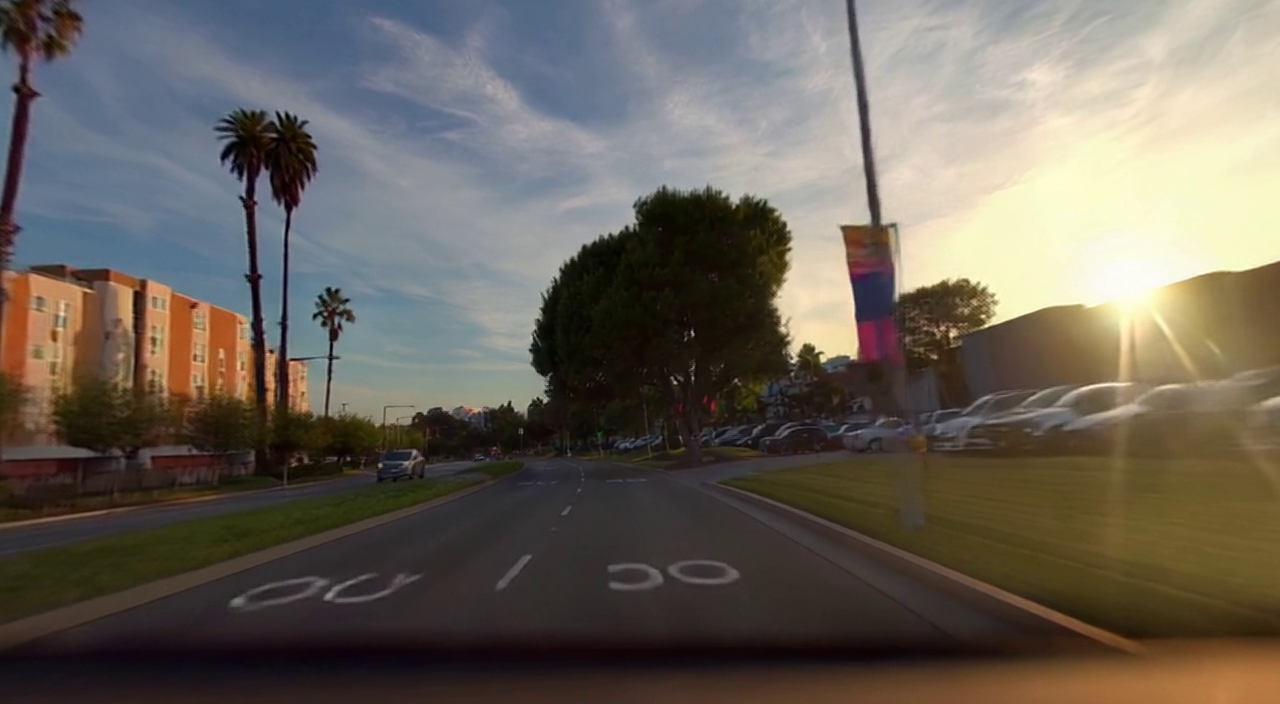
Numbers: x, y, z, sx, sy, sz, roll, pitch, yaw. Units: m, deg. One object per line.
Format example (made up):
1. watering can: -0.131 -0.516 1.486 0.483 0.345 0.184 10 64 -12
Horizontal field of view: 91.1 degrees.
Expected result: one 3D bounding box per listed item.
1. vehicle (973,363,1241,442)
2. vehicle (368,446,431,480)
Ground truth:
1. vehicle: 10.758 1.238 14.762 4.636 1.695 2.025 0 -8 -1
2. vehicle: -14.974 6.895 39.412 2.239 1.955 5.017 0 -8 -4
